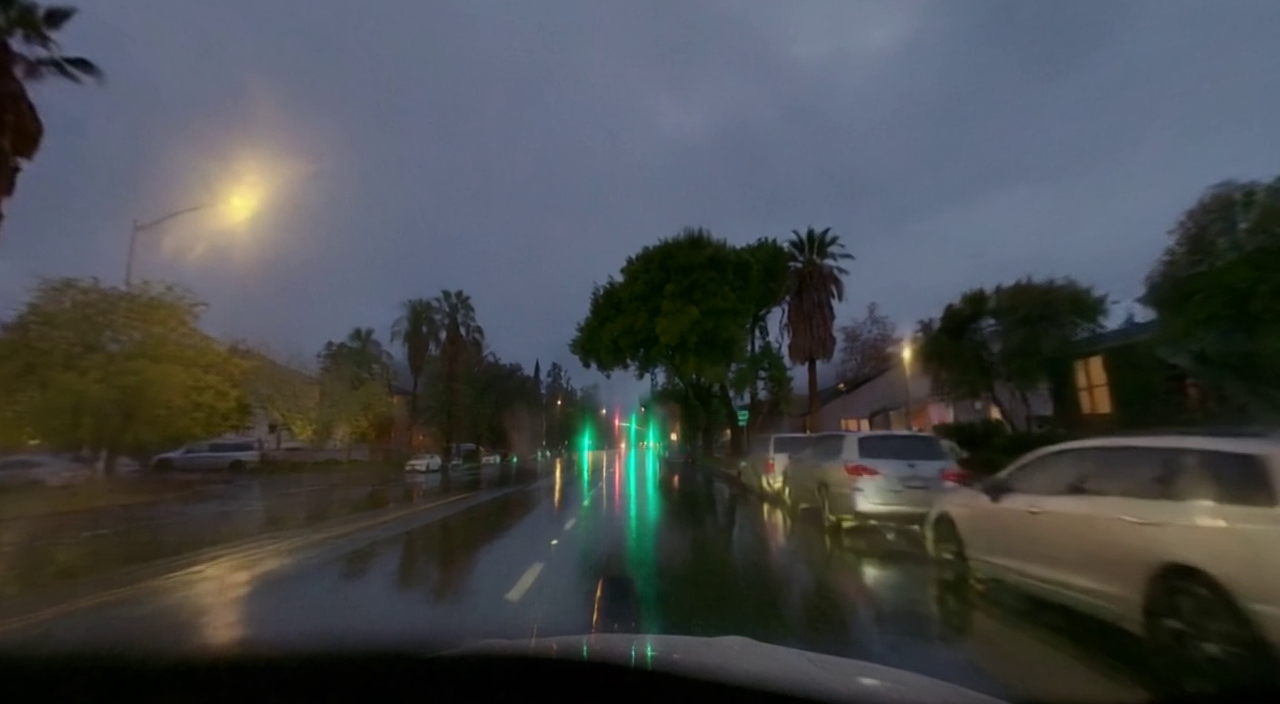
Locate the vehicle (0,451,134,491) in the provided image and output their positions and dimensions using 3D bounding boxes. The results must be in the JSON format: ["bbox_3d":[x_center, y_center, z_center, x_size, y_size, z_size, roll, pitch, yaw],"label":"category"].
[{"bbox_3d":[-23.587,4.705,25.193,4.946,1.518,2.115,0,-9,1],"label":"vehicle"}]

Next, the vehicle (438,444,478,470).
[{"bbox_3d":[-13.745,7.929,47.901,1.844,1.764,4.183,-1,-7,0],"label":"vehicle"}]

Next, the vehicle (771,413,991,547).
[{"bbox_3d":[3.757,2.099,10.957,1.912,1.790,4.715,0,-9,0],"label":"vehicle"}]

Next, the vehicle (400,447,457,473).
[{"bbox_3d":[-13.759,7.010,41.297,2.131,1.492,4.310,-1,-7,2],"label":"vehicle"}]

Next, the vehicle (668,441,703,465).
[{"bbox_3d":[3.346,7.580,47.574,2.221,1.718,5.192,0,-9,0],"label":"vehicle"}]

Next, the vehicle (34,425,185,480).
[{"bbox_3d":[-29.334,5.563,35.096,6.108,2.900,2.298,0,-9,1],"label":"vehicle"}]

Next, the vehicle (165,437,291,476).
[{"bbox_3d":[-22.767,5.786,35.074,5.386,2.043,2.124,0,-9,-1],"label":"vehicle"}]

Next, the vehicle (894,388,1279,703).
[{"bbox_3d":[3.770,1.210,4.318,1.878,1.625,4.826,0,-9,-2],"label":"vehicle"}]
